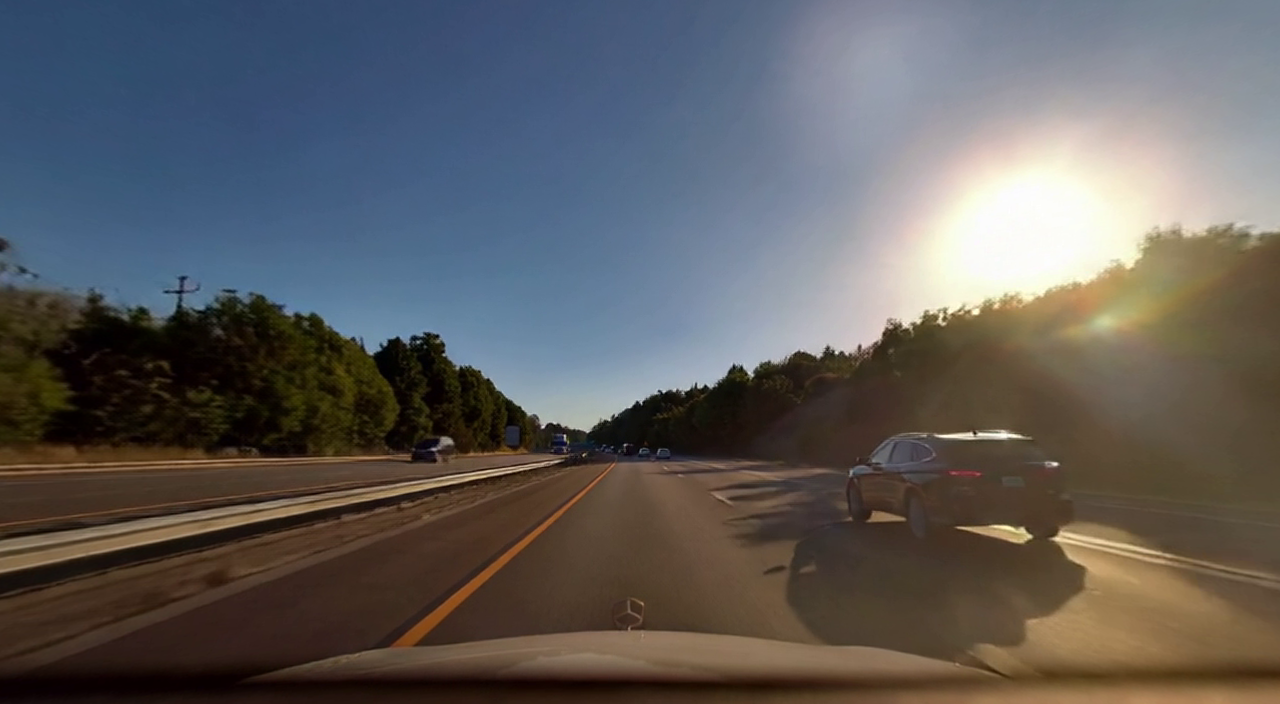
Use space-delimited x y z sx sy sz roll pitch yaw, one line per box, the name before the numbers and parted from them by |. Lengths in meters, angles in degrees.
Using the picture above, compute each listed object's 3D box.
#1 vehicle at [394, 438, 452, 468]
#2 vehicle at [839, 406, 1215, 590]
vehicle | -13.157 6.142 38.431 1.954 1.706 4.514 0 -9 0
vehicle | 4.266 1.675 8.059 1.933 1.663 4.440 0 -9 0
